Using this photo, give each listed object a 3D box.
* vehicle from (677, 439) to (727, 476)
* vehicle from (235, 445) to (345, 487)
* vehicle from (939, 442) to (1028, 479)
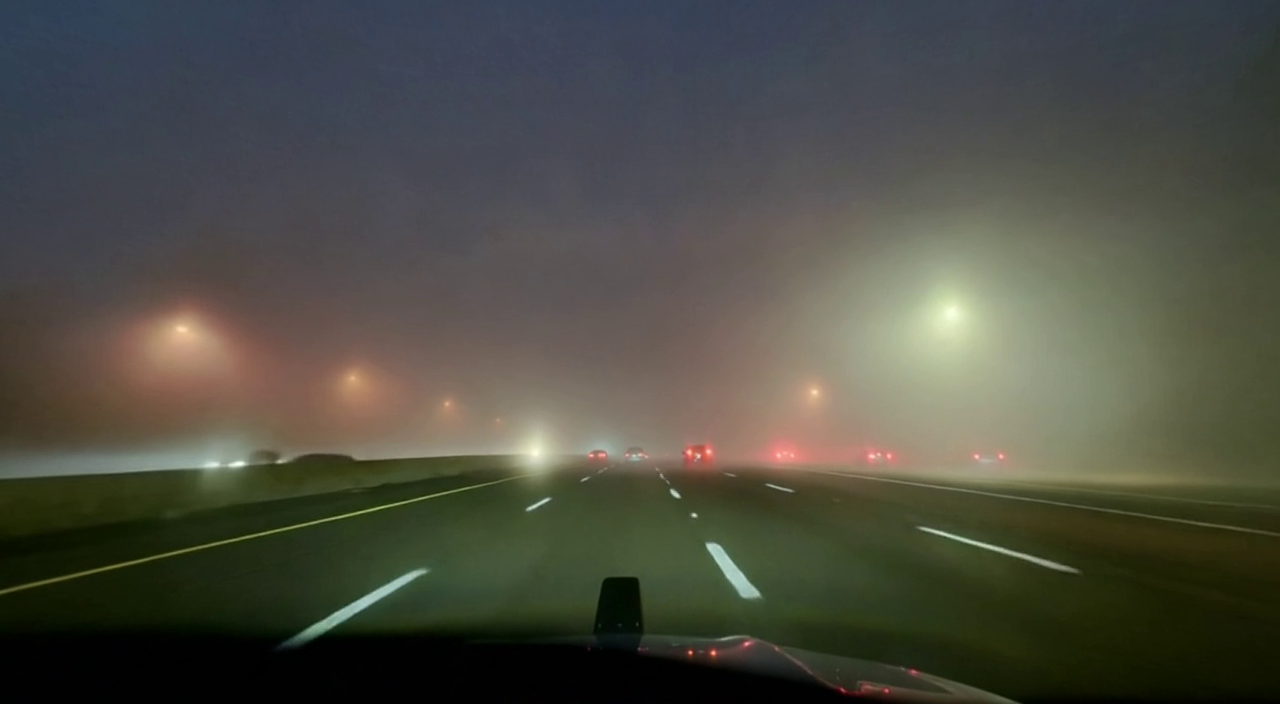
[{"bbox_3d":[3.197,5.554,33.290,2.147,1.794,4.538,1,-8,0],"label":"vehicle"},{"bbox_3d":[-14.116,4.590,25.744,1.865,1.533,4.476,0,-8,0],"label":"vehicle"},{"bbox_3d":[17.932,5.658,33.185,2.116,1.754,4.727,0,-9,2],"label":"vehicle"}]
